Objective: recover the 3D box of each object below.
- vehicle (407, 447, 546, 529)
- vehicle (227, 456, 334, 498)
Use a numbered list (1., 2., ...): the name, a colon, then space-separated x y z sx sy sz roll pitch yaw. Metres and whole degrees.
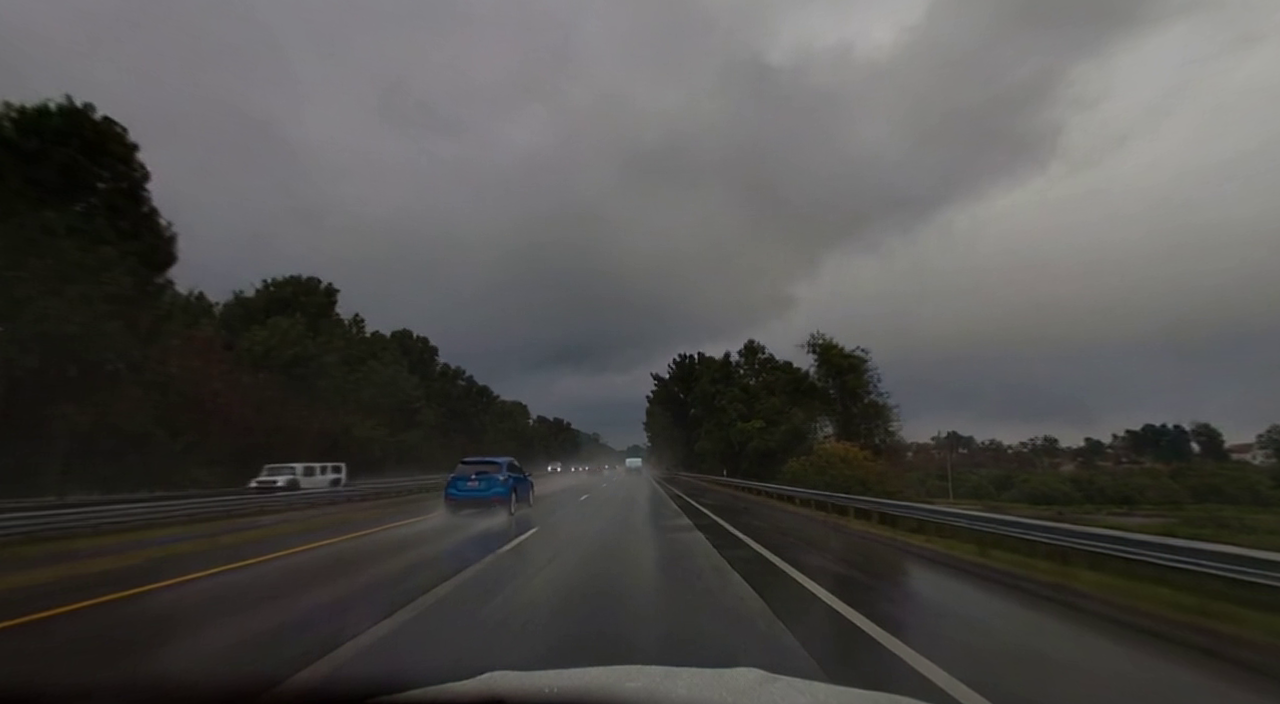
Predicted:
1. vehicle: -3.771 3.271 15.563 2.123 1.666 4.709 1 -10 0
2. vehicle: -17.537 6.148 31.098 2.082 1.847 5.317 1 -10 0
